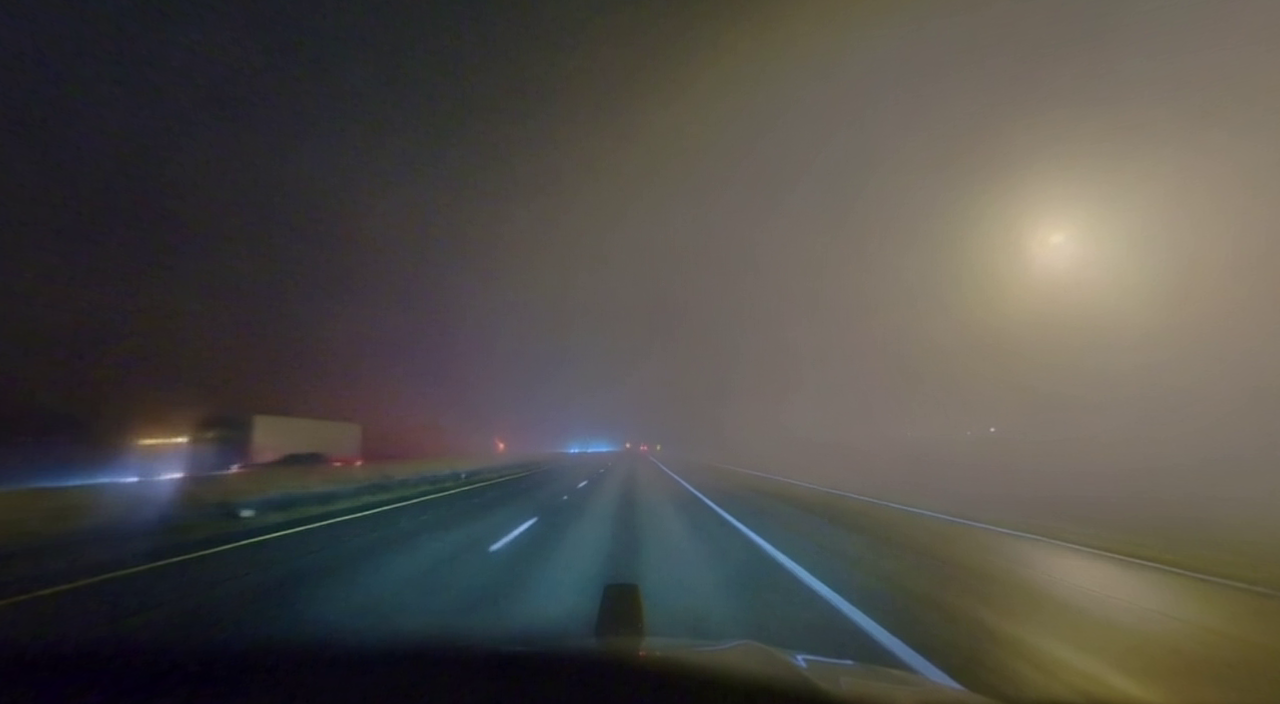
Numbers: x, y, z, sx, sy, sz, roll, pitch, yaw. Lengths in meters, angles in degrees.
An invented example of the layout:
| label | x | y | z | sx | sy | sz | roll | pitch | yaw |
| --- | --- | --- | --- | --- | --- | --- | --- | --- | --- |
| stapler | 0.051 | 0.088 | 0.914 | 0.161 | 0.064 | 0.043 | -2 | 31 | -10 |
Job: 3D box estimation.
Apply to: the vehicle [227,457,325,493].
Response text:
| label | x | y | z | sx | sy | sz | roll | pitch | yaw |
| --- | --- | --- | --- | --- | --- | --- | --- | --- | --- |
| vehicle | -16.490 | 5.566 | 28.875 | 1.870 | 1.460 | 4.357 | 0 | -9 | 0 |
